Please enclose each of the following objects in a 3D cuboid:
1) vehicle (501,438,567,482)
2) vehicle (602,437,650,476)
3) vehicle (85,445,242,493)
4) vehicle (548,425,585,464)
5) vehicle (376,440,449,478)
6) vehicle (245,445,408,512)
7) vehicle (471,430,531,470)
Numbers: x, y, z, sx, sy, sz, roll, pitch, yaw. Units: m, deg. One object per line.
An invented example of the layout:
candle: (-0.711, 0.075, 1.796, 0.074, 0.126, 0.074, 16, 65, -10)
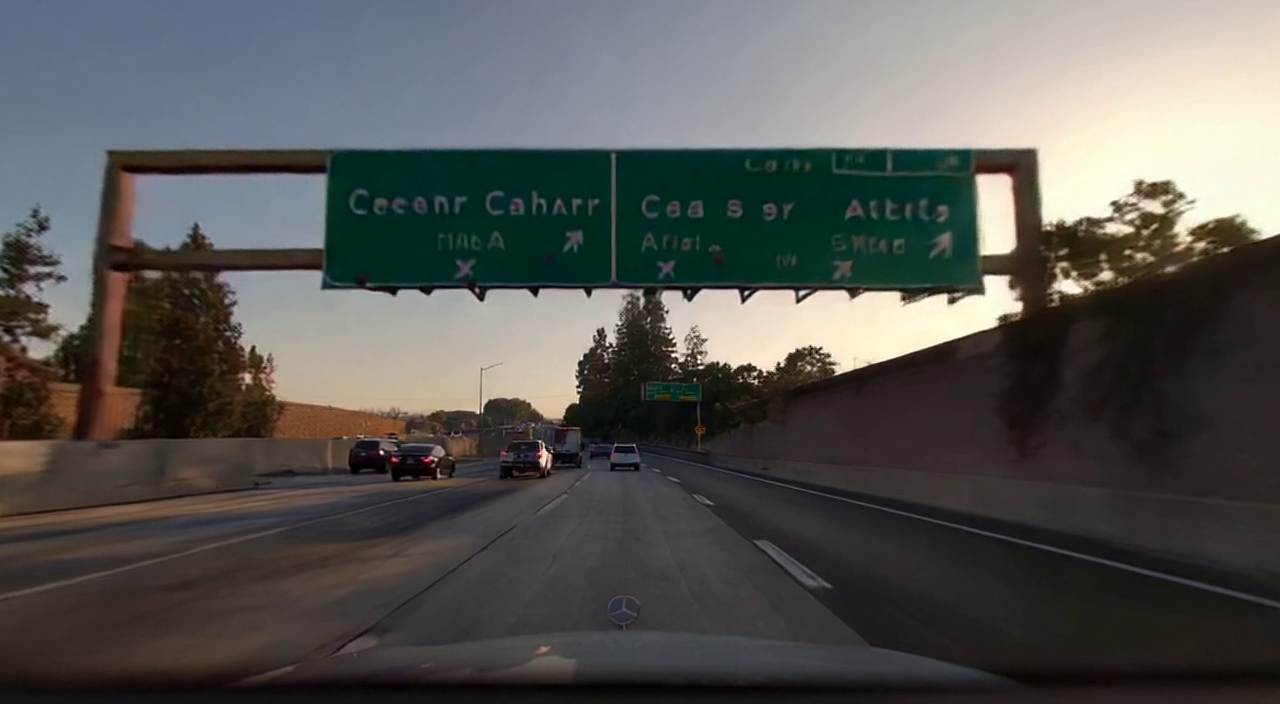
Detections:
vehicle: (-4.209, 4.370, 25.784, 2.005, 1.631, 4.295, 0, -8, -1)
vehicle: (-0.670, 4.838, 29.373, 2.092, 1.671, 3.772, 0, -8, -2)
vehicle: (-16.129, 3.943, 21.734, 1.932, 1.448, 4.507, 0, -8, -1)
vehicle: (-5.343, 6.856, 46.646, 2.279, 2.672, 5.256, 0, -8, -2)
vehicle: (-11.861, 5.580, 33.247, 2.079, 1.807, 5.187, 0, -8, -2)
vehicle: (-7.764, 3.125, 16.217, 1.896, 1.465, 4.399, 0, -8, 0)
vehicle: (-8.982, 6.396, 41.381, 2.773, 2.402, 6.232, 0, -8, -3)
